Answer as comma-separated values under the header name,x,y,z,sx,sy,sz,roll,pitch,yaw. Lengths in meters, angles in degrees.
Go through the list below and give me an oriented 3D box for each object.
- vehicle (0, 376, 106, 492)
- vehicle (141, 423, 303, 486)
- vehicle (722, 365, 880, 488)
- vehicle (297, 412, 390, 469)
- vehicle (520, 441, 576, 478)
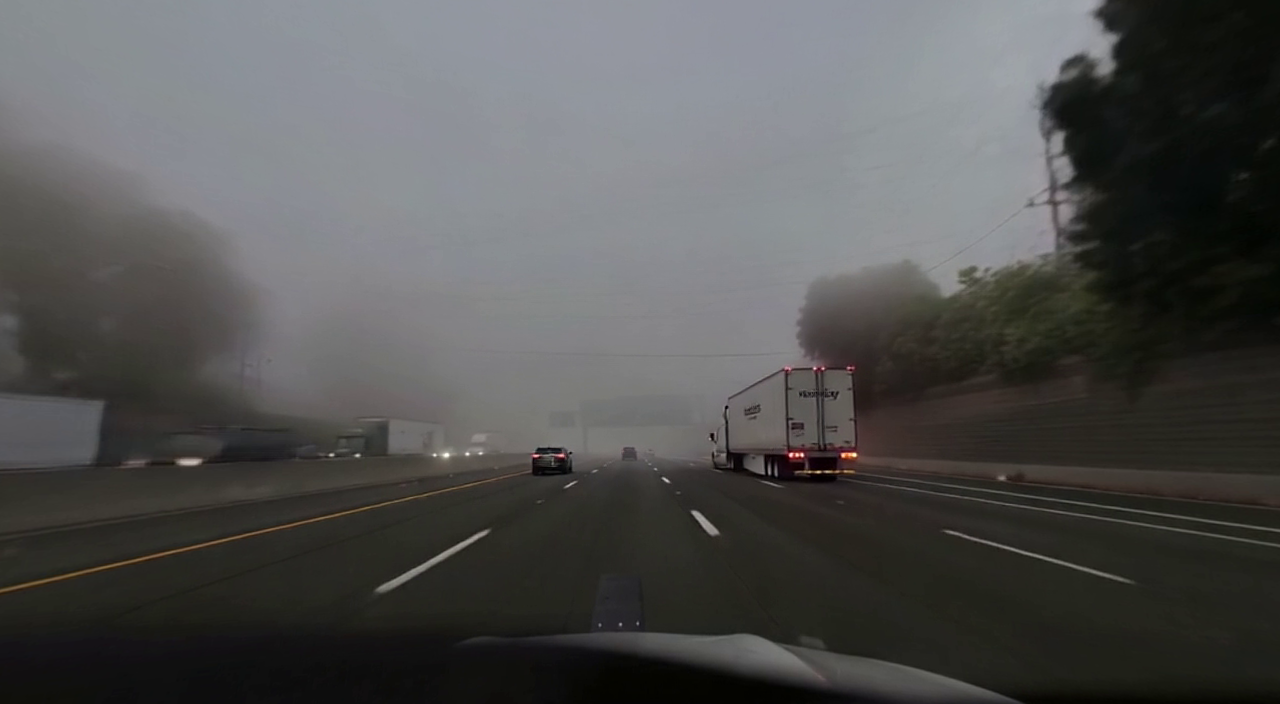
name,x,y,z,sx,sy,sz,roll,pitch,yaw
vehicle,-21.073,2.244,17.592,2.988,3.535,10.678,0,-9,0
vehicle,-13.728,3.418,21.232,2.177,1.837,4.780,0,-9,-1
vehicle,6.522,3.725,29.555,2.919,4.195,15.833,0,-9,-1
vehicle,-21.385,6.492,46.124,3.026,3.740,7.644,0,-9,-1
vehicle,-4.331,5.121,30.326,2.027,1.651,4.099,0,-9,0
